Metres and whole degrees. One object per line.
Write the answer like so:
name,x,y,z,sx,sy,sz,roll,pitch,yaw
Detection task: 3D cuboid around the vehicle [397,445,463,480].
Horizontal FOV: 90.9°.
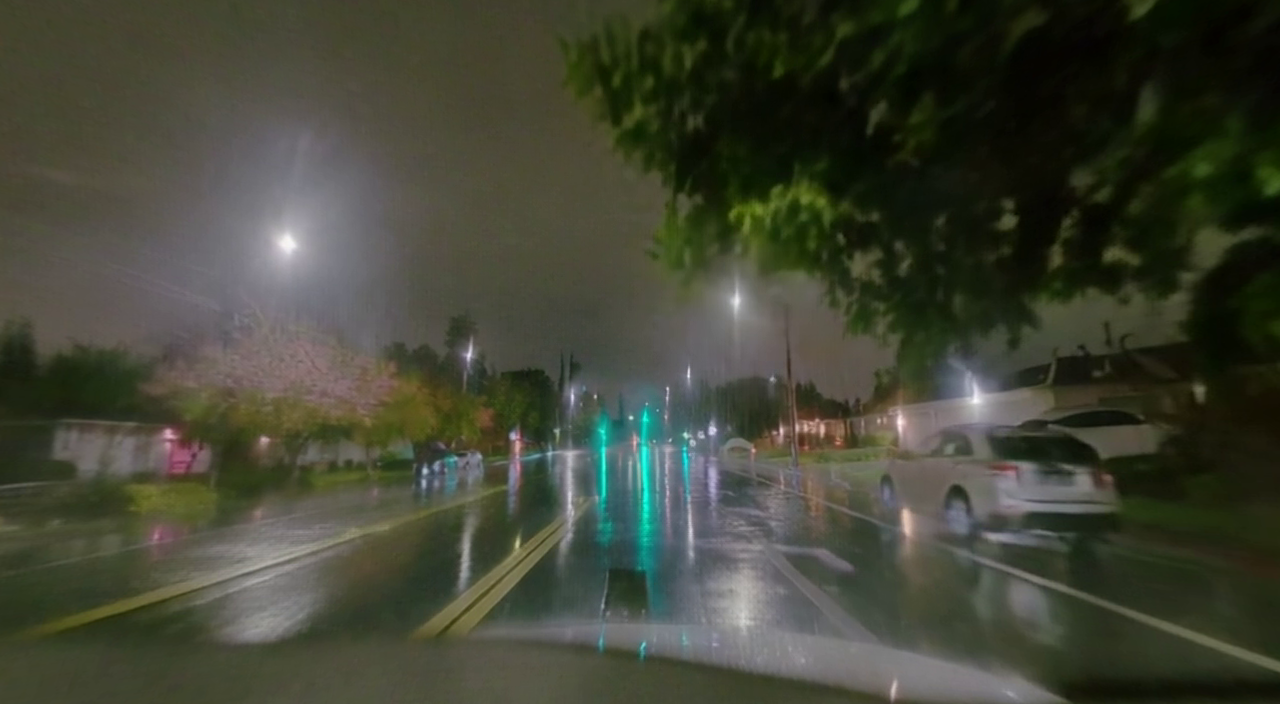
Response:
vehicle,-11.428,6.007,34.722,2.023,1.629,4.822,-2,-7,0

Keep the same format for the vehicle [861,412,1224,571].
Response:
vehicle,5.169,1.834,9.164,2.104,1.687,4.636,0,-8,-1
